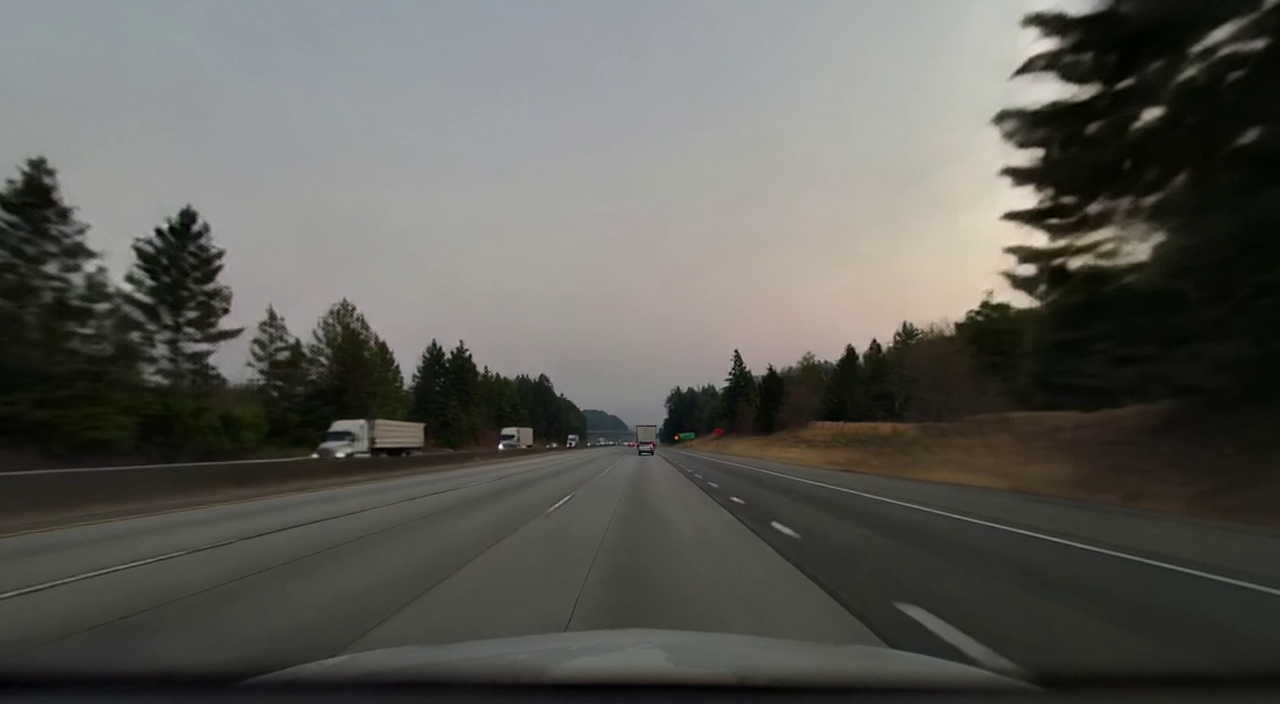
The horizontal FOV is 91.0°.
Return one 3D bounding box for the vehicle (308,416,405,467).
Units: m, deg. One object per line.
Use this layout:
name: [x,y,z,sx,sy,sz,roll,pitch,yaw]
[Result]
vehicle: [-22.085,7.091,49.855,3.019,3.659,9.658,0,-8,1]
